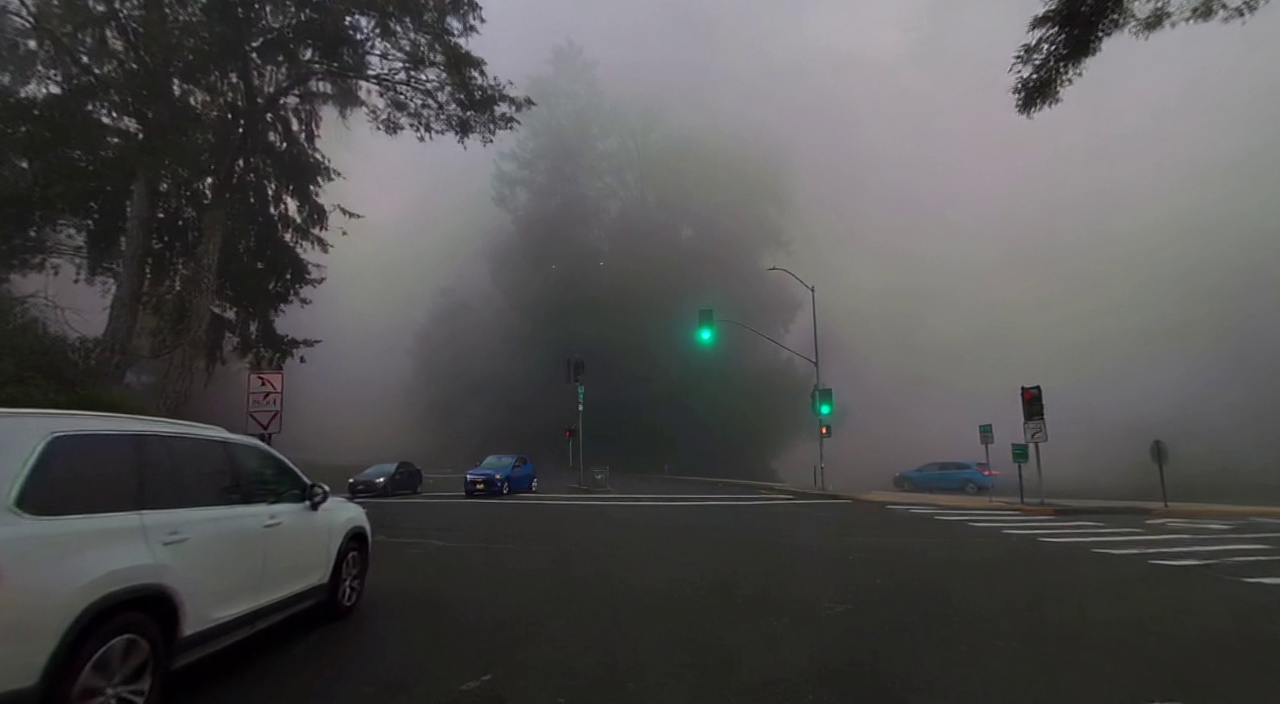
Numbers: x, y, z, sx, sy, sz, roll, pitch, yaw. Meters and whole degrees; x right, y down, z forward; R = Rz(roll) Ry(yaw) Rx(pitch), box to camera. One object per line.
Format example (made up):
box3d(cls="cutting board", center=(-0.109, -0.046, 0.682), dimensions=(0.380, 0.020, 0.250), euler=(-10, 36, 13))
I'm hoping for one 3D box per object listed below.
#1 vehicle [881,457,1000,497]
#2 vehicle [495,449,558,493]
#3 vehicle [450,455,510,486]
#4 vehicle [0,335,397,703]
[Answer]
box3d(cls="vehicle", center=(13.768, 5.666, 28.973), dimensions=(4.571, 1.621, 2.113), euler=(-6, -10, 35))
box3d(cls="vehicle", center=(-4.415, 4.464, 24.044), dimensions=(2.107, 1.456, 4.728), euler=(2, -9, -12))
box3d(cls="vehicle", center=(-8.050, 5.975, 32.068), dimensions=(1.960, 1.433, 4.213), euler=(0, -8, 0))
box3d(cls="vehicle", center=(-3.538, 1.035, 3.810), dimensions=(2.242, 1.761, 4.505), euler=(0, -8, 1))
